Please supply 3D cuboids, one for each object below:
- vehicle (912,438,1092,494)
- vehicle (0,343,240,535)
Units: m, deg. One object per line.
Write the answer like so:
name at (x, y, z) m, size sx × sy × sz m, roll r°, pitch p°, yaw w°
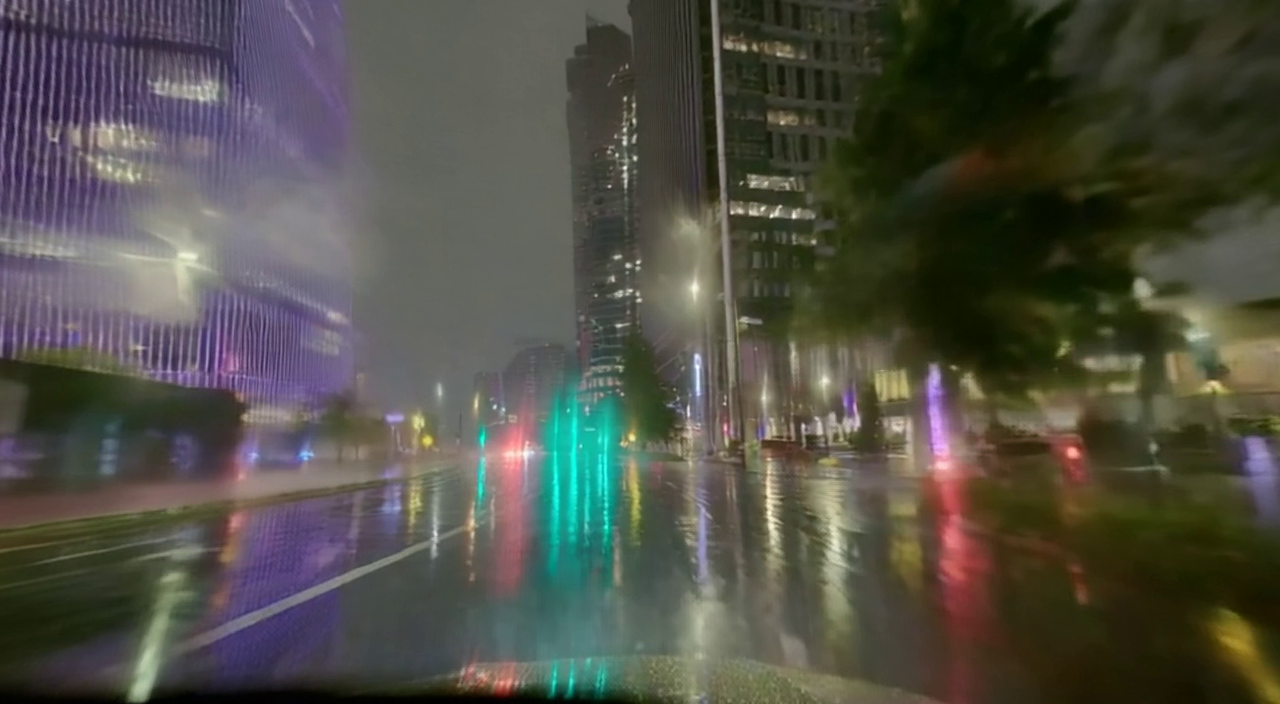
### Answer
vehicle at (11.917, 3.774, 21.052) m, size 4.728 × 1.696 × 1.973 m, roll 0°, pitch -9°, yaw 6°
vehicle at (-13.663, 1.878, 13.499) m, size 3.052 × 3.601 × 10.794 m, roll 0°, pitch -9°, yaw 0°
